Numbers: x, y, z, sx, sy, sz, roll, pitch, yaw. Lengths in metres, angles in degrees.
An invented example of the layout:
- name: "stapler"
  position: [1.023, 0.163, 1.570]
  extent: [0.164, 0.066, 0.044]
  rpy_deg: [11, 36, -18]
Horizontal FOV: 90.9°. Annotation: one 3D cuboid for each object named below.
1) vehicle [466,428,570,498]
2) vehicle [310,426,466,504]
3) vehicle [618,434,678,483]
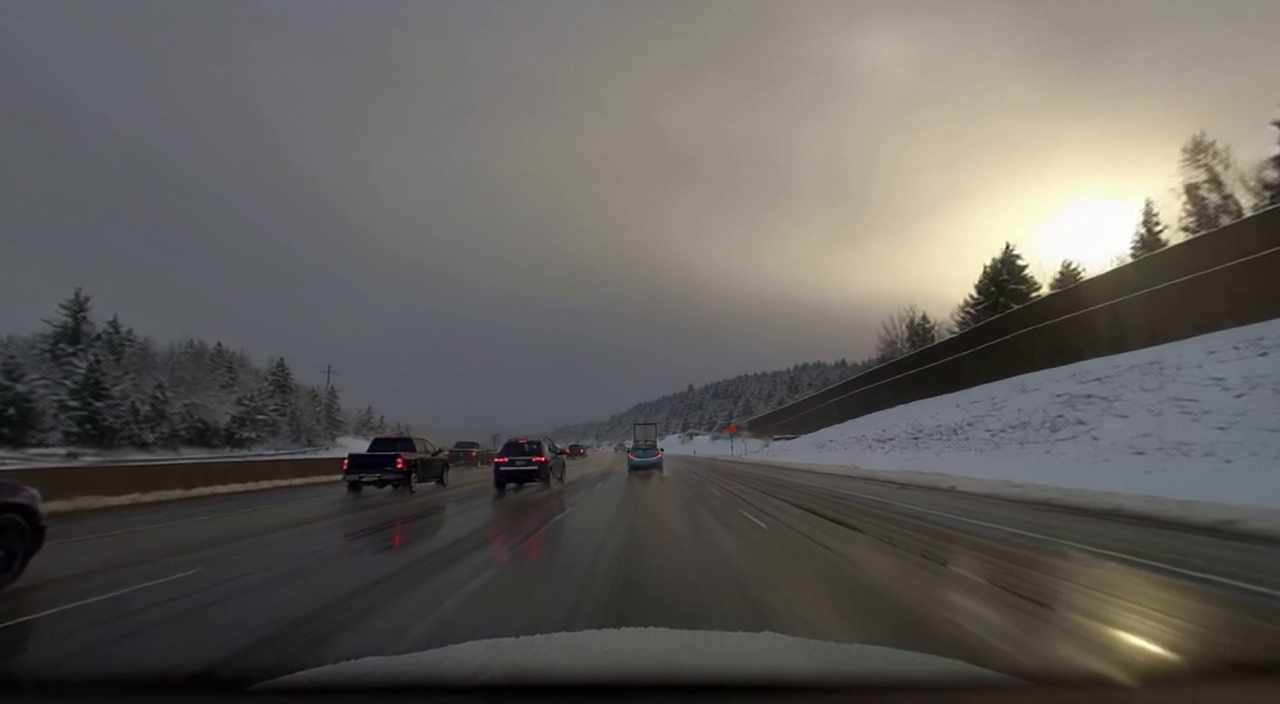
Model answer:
- name: "vehicle"
  position: [-3.423, 3.236, 18.742]
  extent: [2.093, 1.820, 4.506]
  rpy_deg: [0, -9, 1]
- name: "vehicle"
  position: [-6.808, 3.111, 17.839]
  extent: [2.108, 1.856, 5.214]
  rpy_deg: [0, -9, 2]
- name: "vehicle"
  position: [0.286, 4.312, 25.824]
  extent: [2.233, 1.804, 4.273]
  rpy_deg: [0, -9, 0]
